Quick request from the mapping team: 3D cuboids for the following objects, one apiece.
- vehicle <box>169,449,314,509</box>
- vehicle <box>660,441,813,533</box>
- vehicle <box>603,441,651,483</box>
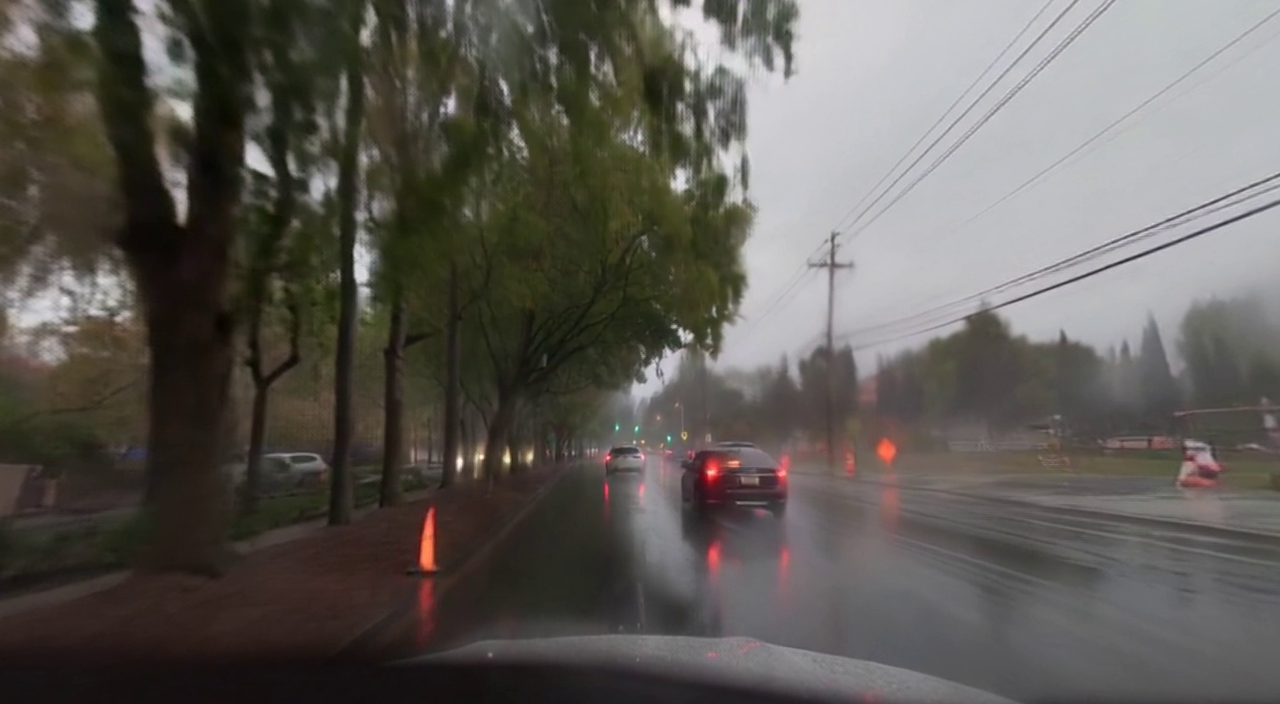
[{"bbox_3d":[-12.485,3.950,20.186,1.871,1.639,4.289,0,-8,-1],"label":"vehicle"},{"bbox_3d":[1.671,2.564,12.760,1.977,1.460,4.565,0,-8,-5],"label":"vehicle"},{"bbox_3d":[-0.555,4.925,28.660,2.050,1.745,3.915,-1,-8,0],"label":"vehicle"}]
